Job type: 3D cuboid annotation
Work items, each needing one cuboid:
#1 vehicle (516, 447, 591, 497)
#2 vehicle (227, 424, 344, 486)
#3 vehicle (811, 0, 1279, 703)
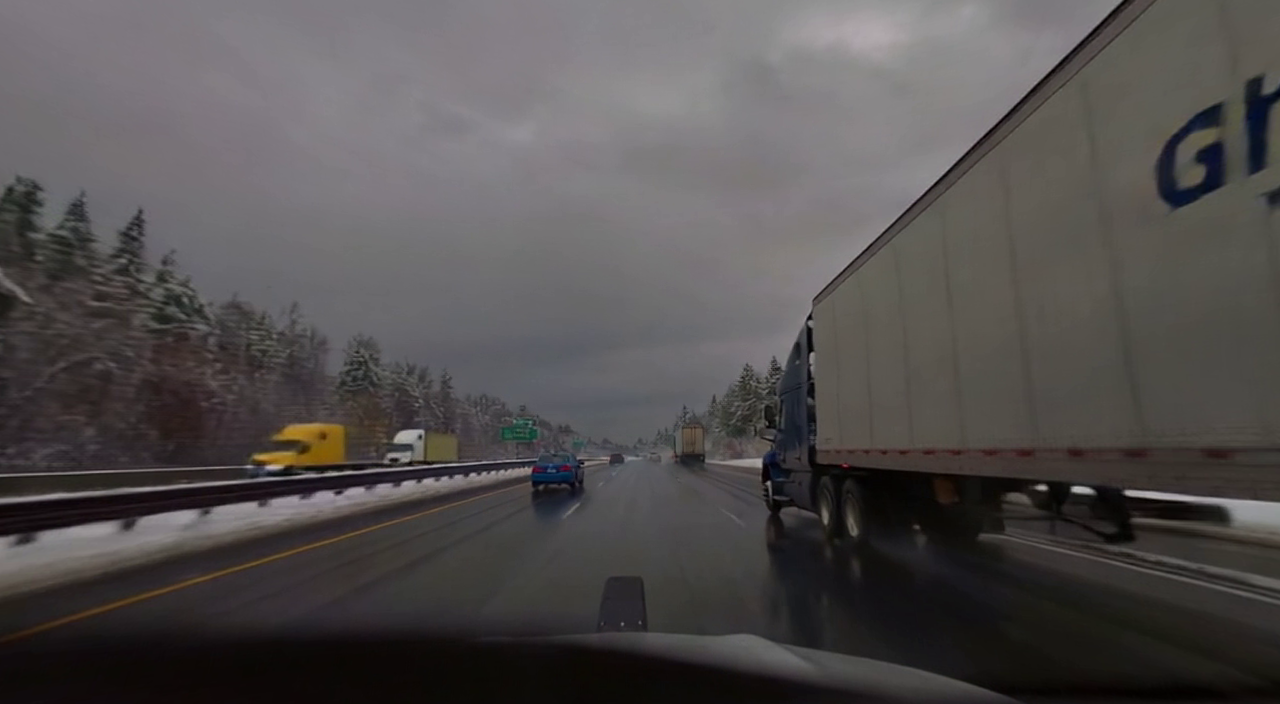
[{"bbox_3d":[-2.915,4.154,22.231,1.960,1.579,4.384,0,-9,1],"label":"vehicle"},{"bbox_3d":[-17.979,5.265,32.419,2.478,2.841,5.807,0,-9,1],"label":"vehicle"},{"bbox_3d":[4.580,-0.002,4.304,2.858,3.952,13.731,0,-9,-1],"label":"vehicle"}]
